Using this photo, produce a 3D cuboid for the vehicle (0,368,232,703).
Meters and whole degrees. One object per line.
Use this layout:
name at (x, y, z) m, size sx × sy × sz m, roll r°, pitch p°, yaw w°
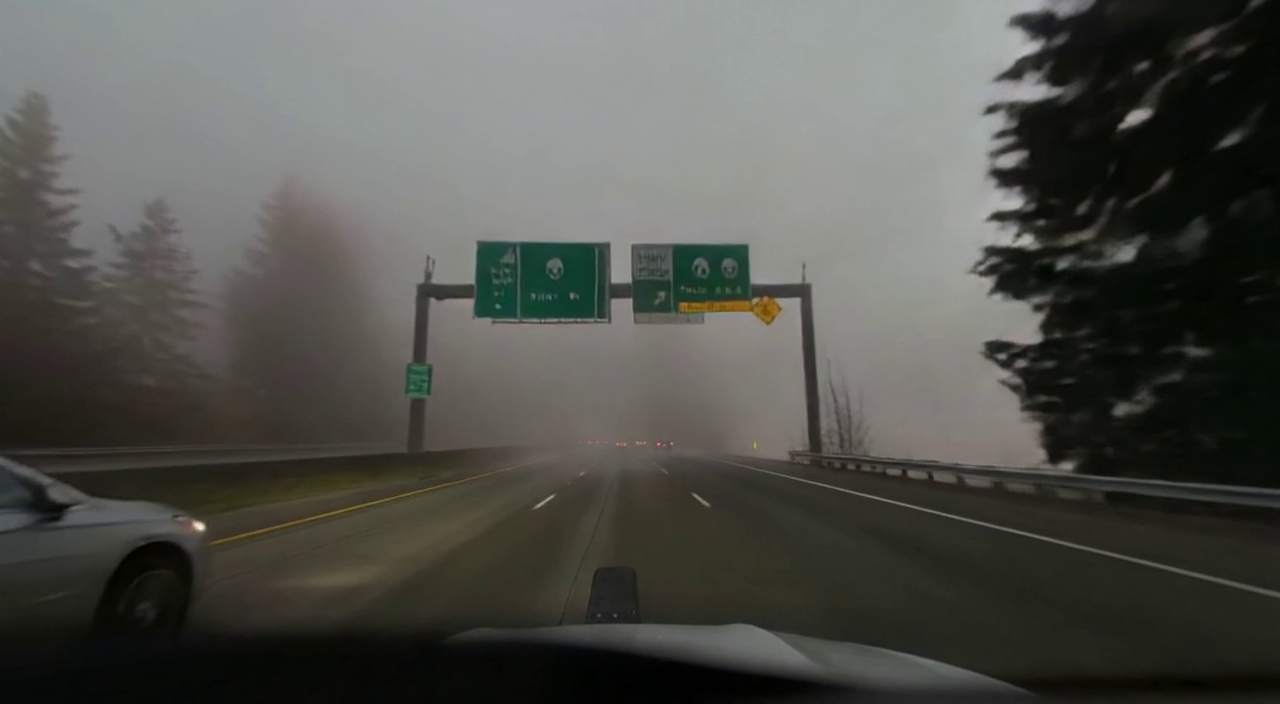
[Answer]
vehicle at (-3.875, 0.827, 2.174) m, size 2.074 × 1.652 × 4.273 m, roll -1°, pitch -8°, yaw -1°
